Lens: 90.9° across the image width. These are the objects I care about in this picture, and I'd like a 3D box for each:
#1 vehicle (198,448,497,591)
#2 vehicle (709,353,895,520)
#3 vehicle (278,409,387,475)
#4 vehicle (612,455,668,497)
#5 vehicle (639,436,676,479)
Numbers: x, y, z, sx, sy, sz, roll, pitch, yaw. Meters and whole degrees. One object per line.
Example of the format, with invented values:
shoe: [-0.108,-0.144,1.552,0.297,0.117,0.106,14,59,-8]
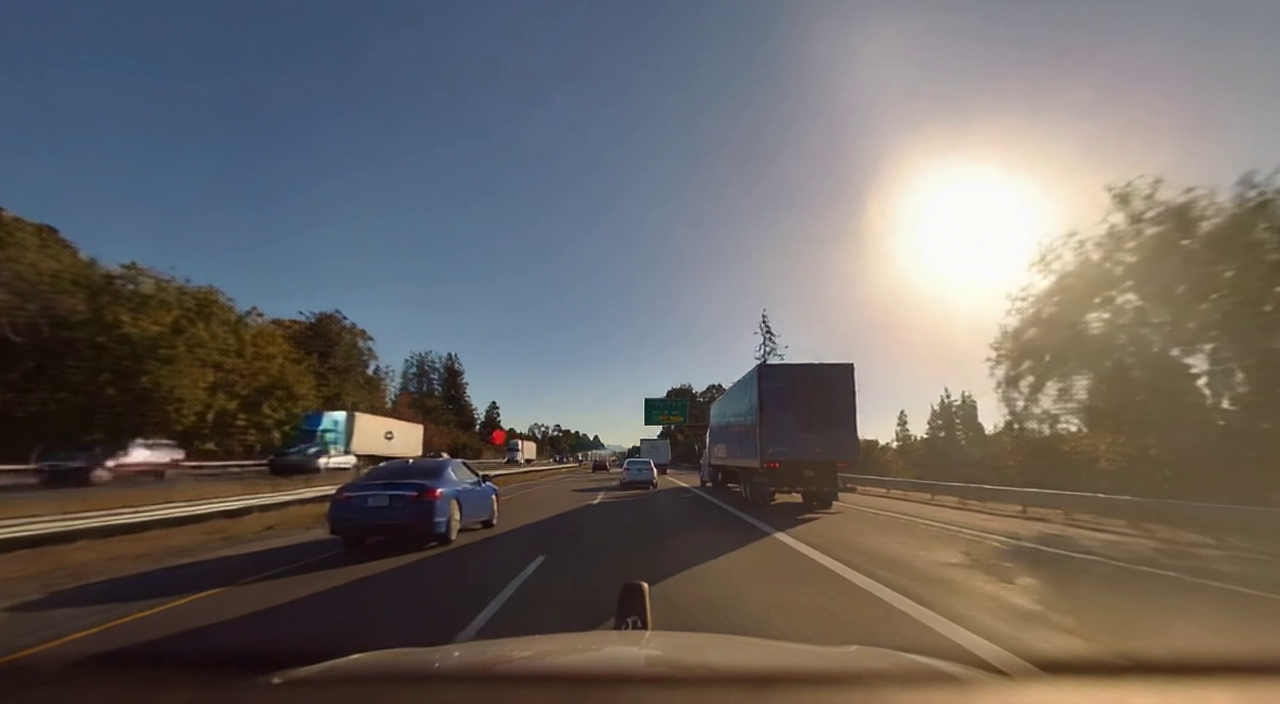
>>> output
vehicle: [-3.532,2.083,8.700,2.105,1.467,4.099,0,-9,1]
vehicle: [4.659,3.122,22.189,2.877,4.035,13.897,0,-9,0]
vehicle: [-19.811,5.973,41.396,2.967,3.881,8.316,0,-9,-1]
vehicle: [-0.005,4.986,25.720,2.089,1.516,4.191,0,-9,-1]
vehicle: [1.450,8.116,48.449,2.650,2.978,6.937,0,-10,3]
